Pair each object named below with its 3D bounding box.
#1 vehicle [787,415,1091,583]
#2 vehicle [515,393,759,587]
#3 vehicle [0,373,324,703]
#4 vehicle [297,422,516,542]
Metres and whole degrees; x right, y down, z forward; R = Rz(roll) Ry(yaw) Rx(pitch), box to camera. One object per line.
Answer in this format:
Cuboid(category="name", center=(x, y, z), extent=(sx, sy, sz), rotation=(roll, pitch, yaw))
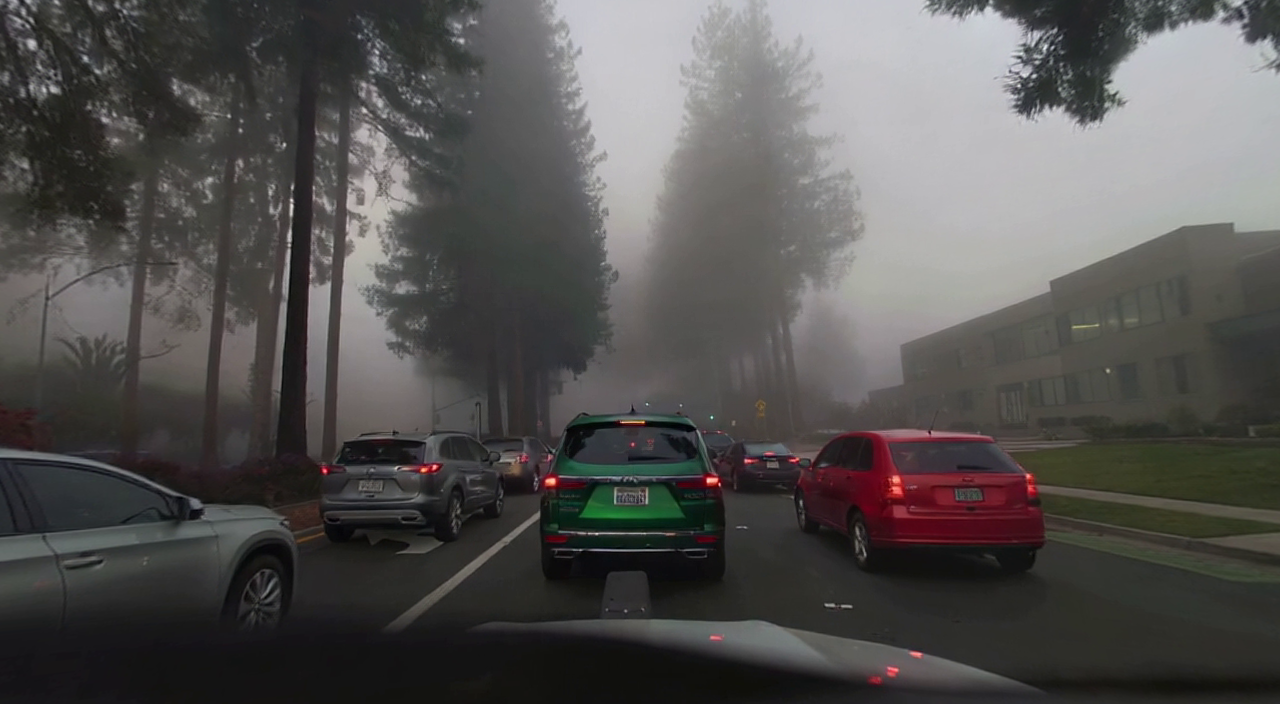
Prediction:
Cuboid(category="vehicle", center=(3.275, 1.670, 7.872), extent=(1.922, 1.579, 3.642), rotation=(0, -8, -1))
Cuboid(category="vehicle", center=(-0.009, 1.549, 7.797), extent=(2.193, 1.744, 4.033), rotation=(0, -8, 1))
Cuboid(category="vehicle", center=(-3.776, 0.995, 3.295), extent=(1.929, 1.641, 4.193), rotation=(0, -8, 2))
Cuboid(category="vehicle", center=(-3.657, 2.112, 10.917), extent=(2.042, 1.641, 4.314), rotation=(0, -8, 1))
